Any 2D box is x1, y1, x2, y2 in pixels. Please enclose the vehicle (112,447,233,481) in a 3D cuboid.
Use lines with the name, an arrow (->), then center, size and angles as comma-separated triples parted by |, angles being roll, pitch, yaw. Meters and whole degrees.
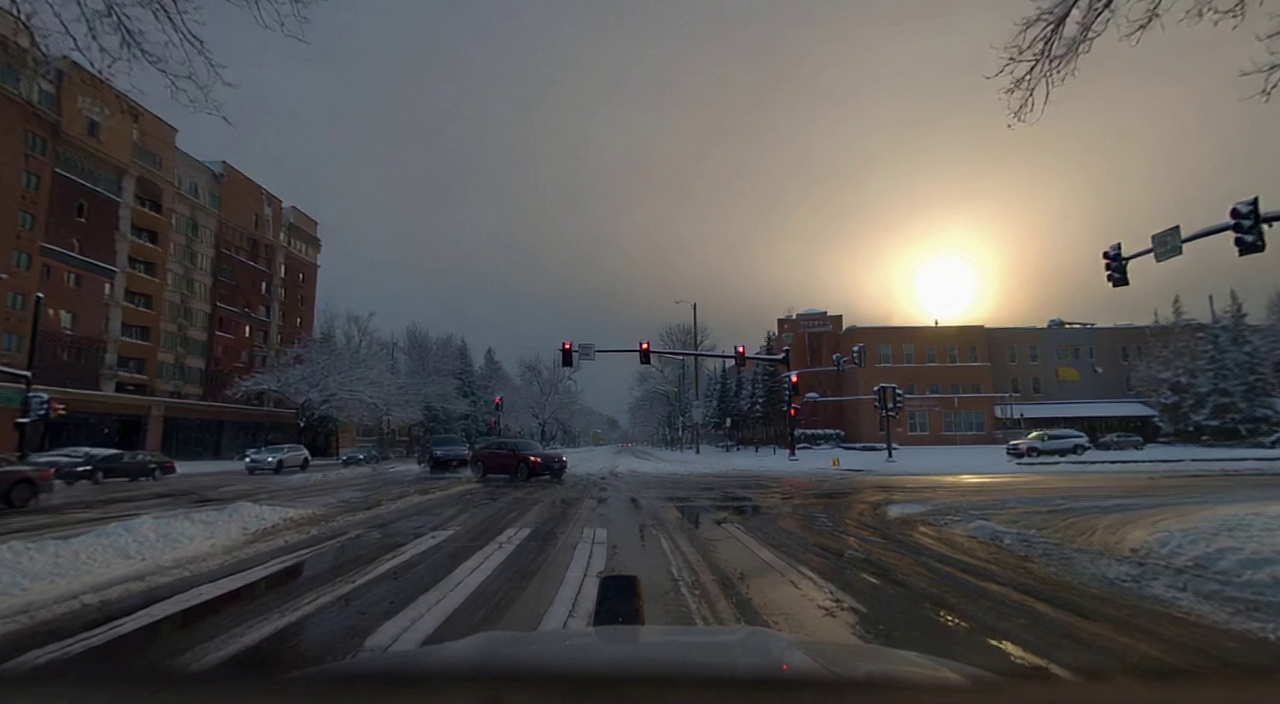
vehicle -> -27.242, 6.528, 37.115 | 2.901, 1.827, 5.034 | -1, -9, 6

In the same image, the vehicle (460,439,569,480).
vehicle -> -5.130, 4.312, 25.562 | 2.135, 1.467, 4.532 | 8, -12, -44

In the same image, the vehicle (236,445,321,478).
vehicle -> -19.578, 5.928, 34.499 | 1.924, 1.656, 4.593 | 0, -9, 0

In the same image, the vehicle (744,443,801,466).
vehicle -> 8.822, 6.834, 42.398 | 2.133, 1.437, 4.420 | 2, -9, -11

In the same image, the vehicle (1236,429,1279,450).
vehicle -> 45.683, 6.271, 45.243 | 1.786, 1.412, 4.330 | 0, -9, 0

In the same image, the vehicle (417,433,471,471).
vehicle -> -10.716, 5.418, 34.293 | 2.017, 1.877, 4.767 | 4, -10, -25

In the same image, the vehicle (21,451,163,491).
vehicle -> -22.974, 4.969, 26.793 | 1.827, 1.461, 4.673 | 0, -9, 0
